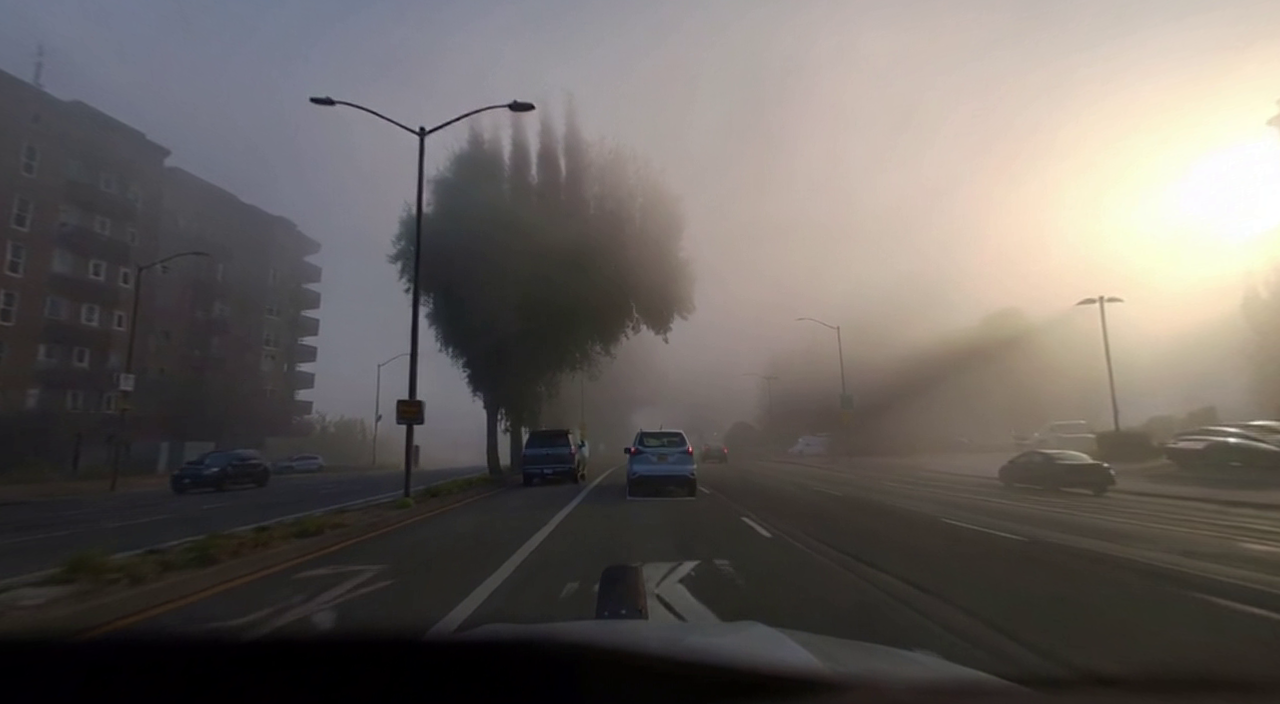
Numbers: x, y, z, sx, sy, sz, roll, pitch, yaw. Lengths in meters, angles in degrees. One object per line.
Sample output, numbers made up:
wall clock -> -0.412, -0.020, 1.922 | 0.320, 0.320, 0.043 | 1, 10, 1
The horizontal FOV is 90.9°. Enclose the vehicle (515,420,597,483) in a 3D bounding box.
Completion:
vehicle -> -3.007, 3.747, 23.844 | 2.396, 2.143, 4.824 | 0, -9, 1

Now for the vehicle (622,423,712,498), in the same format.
vehicle -> 0.635, 2.991, 17.641 | 2.222, 1.841, 4.031 | 0, -9, -1

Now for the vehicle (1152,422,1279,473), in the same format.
vehicle -> 23.086, 3.620, 24.057 | 5.050, 1.756, 2.206 | -2, -10, 1

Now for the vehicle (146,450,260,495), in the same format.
vehicle -> -16.271, 4.458, 23.793 | 1.993, 1.462, 4.586 | 2, -9, -14

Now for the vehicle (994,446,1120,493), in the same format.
vehicle -> 14.155, 3.982, 21.705 | 1.706, 1.474, 3.761 | 0, -9, 0
